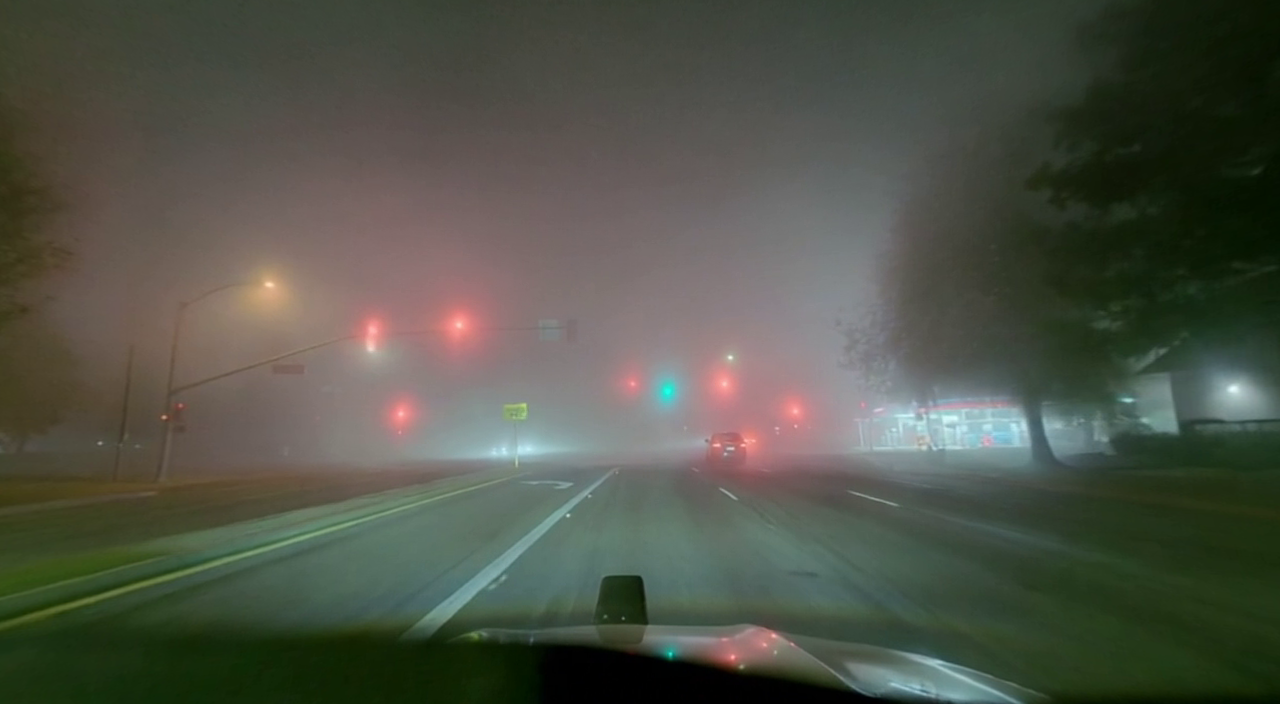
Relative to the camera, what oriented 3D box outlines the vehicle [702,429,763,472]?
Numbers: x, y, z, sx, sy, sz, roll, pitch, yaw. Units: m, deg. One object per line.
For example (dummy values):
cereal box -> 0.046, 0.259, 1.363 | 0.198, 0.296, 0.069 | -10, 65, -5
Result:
vehicle -> 3.995, 4.338, 27.803 | 2.090, 1.717, 4.063 | 0, -8, 0
